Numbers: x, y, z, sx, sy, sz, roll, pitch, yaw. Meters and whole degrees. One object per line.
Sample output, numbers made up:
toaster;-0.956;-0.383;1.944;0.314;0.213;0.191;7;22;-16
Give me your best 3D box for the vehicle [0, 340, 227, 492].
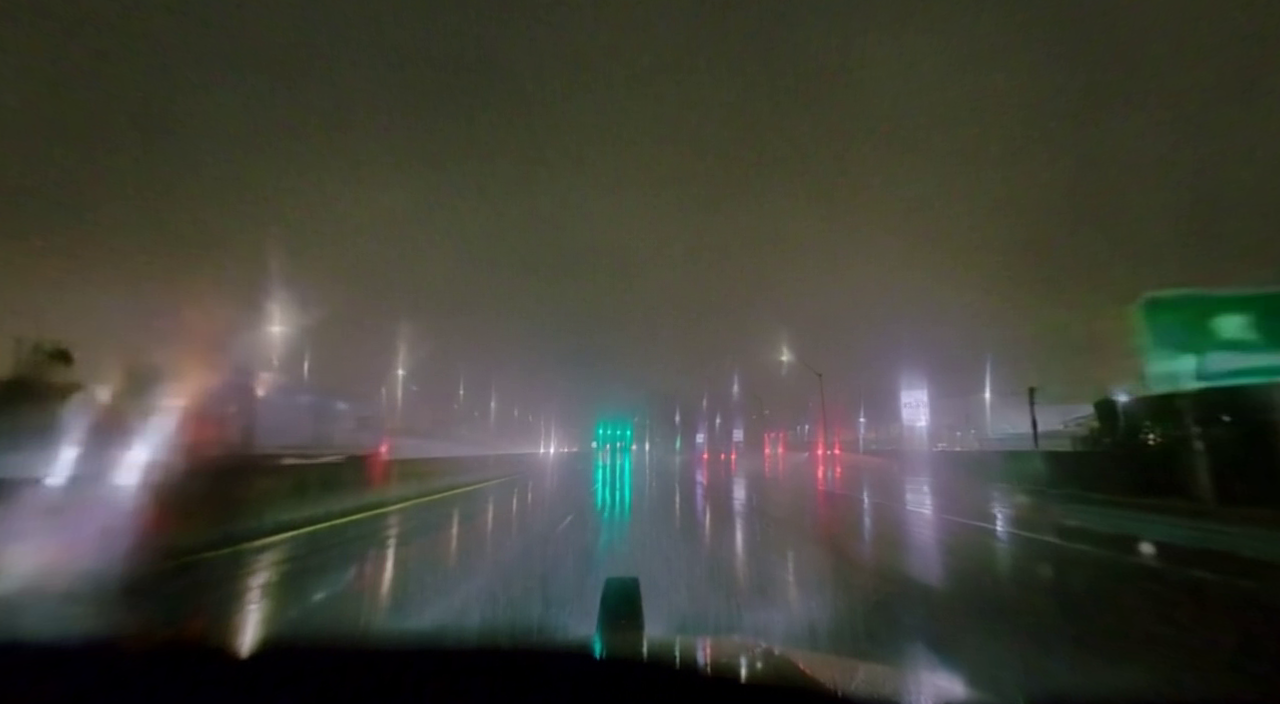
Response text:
vehicle;-16.195;2.090;19.251;2.986;3.924;5.914;0;-9;-1
